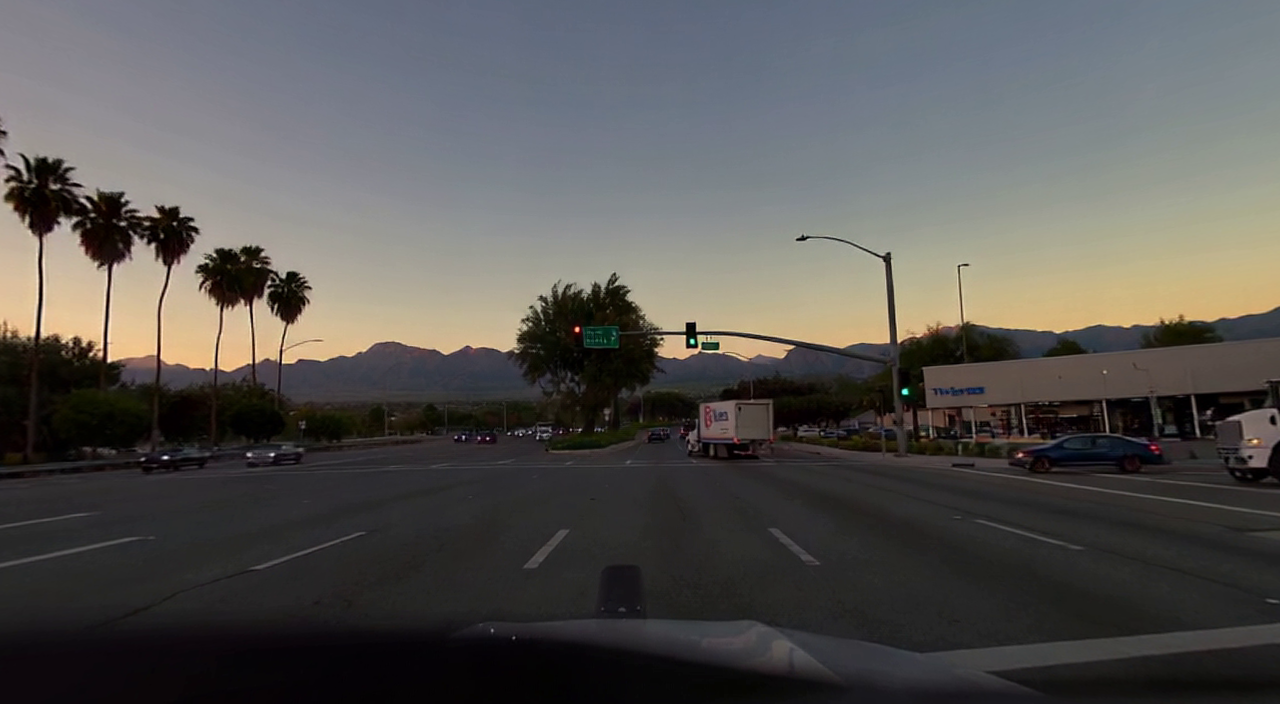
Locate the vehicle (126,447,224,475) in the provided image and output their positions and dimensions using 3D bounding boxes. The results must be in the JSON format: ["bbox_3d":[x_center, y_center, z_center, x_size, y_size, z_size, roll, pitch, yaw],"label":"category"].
[{"bbox_3d":[-26.237,6.160,35.674,1.868,1.469,4.746,0,-9,1],"label":"vehicle"}]

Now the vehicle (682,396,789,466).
[{"bbox_3d":[5.038,4.459,34.890,3.237,3.414,7.088,2,-9,-15],"label":"vehicle"}]

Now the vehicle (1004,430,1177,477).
[{"bbox_3d":[15.546,3.531,22.022,4.508,1.493,1.907,-3,-9,22],"label":"vehicle"}]
